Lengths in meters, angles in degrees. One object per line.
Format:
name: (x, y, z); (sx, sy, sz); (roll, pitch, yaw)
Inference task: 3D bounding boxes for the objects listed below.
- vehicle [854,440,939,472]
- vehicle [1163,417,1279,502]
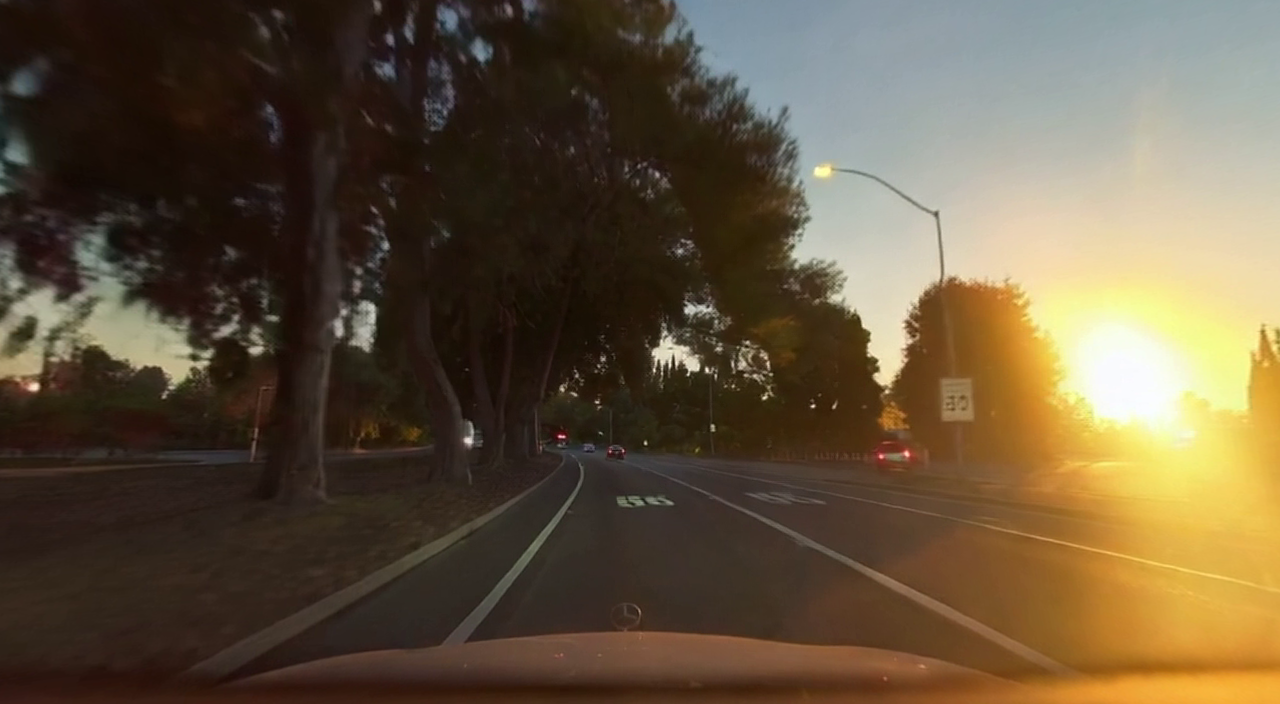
vehicle: (15.683, 6.365, 38.741); (4.457, 1.724, 1.871); (3, -9, -2)
vehicle: (23.821, 4.228, 25.206); (2.236, 2.968, 6.014); (-3, -9, 18)
